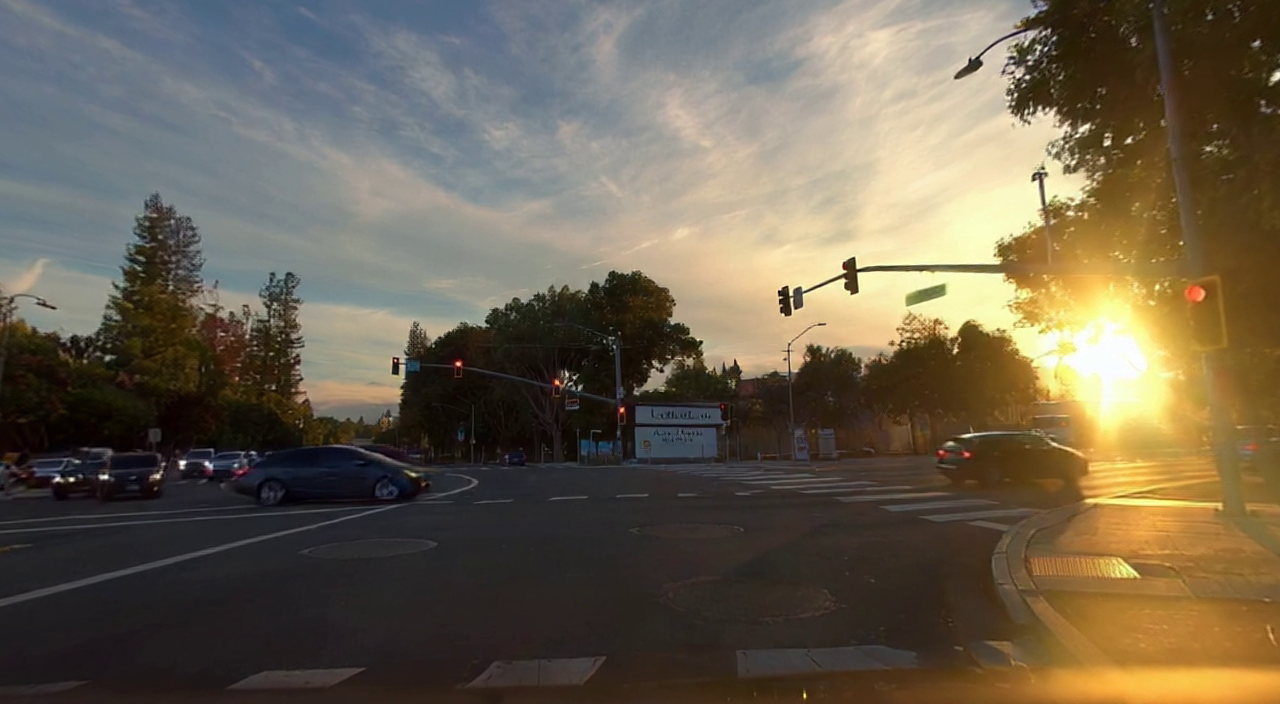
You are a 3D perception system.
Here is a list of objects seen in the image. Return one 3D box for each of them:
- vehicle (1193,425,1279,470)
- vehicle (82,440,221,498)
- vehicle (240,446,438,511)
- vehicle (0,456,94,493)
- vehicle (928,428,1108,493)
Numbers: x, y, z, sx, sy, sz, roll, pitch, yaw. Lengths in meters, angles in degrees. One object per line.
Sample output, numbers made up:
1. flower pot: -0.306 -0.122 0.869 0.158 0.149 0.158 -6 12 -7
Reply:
1. vehicle: 26.371 4.163 27.605 4.619 1.759 2.101 6 -10 -34
2. vehicle: -18.691 4.454 24.640 2.358 1.937 5.896 3 -9 -18
3. vehicle: -7.811 3.191 16.389 4.728 1.471 1.957 -4 -9 24
4. vehicle: -31.182 6.267 32.646 2.142 1.723 4.692 1 -9 -9
5. vehicle: 10.497 2.988 17.612 4.281 1.621 1.903 3 -9 -20
